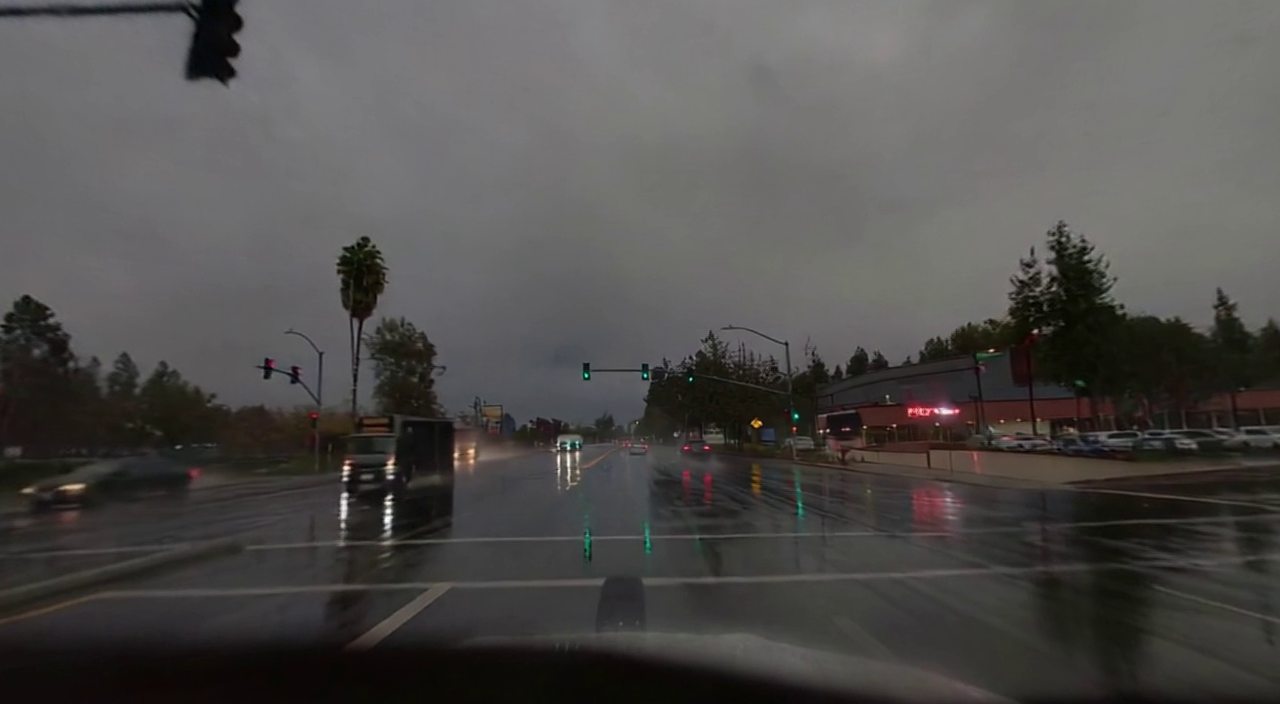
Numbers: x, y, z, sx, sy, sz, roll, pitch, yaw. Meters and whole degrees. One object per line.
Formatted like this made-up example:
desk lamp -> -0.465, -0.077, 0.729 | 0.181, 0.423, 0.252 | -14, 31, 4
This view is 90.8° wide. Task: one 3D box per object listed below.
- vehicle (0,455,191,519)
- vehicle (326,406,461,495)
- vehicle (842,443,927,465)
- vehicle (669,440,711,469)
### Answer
vehicle -> -15.455, 3.731, 17.984 | 2.086, 1.483, 4.418 | 0, -8, 0
vehicle -> -8.699, 3.578, 23.187 | 2.327, 2.780, 6.498 | 0, -8, 0
vehicle -> 16.887, 7.080, 43.860 | 4.828, 1.461, 2.495 | 0, -8, 0
vehicle -> 2.911, 6.124, 37.879 | 2.022, 1.643, 4.326 | 0, -8, -2
